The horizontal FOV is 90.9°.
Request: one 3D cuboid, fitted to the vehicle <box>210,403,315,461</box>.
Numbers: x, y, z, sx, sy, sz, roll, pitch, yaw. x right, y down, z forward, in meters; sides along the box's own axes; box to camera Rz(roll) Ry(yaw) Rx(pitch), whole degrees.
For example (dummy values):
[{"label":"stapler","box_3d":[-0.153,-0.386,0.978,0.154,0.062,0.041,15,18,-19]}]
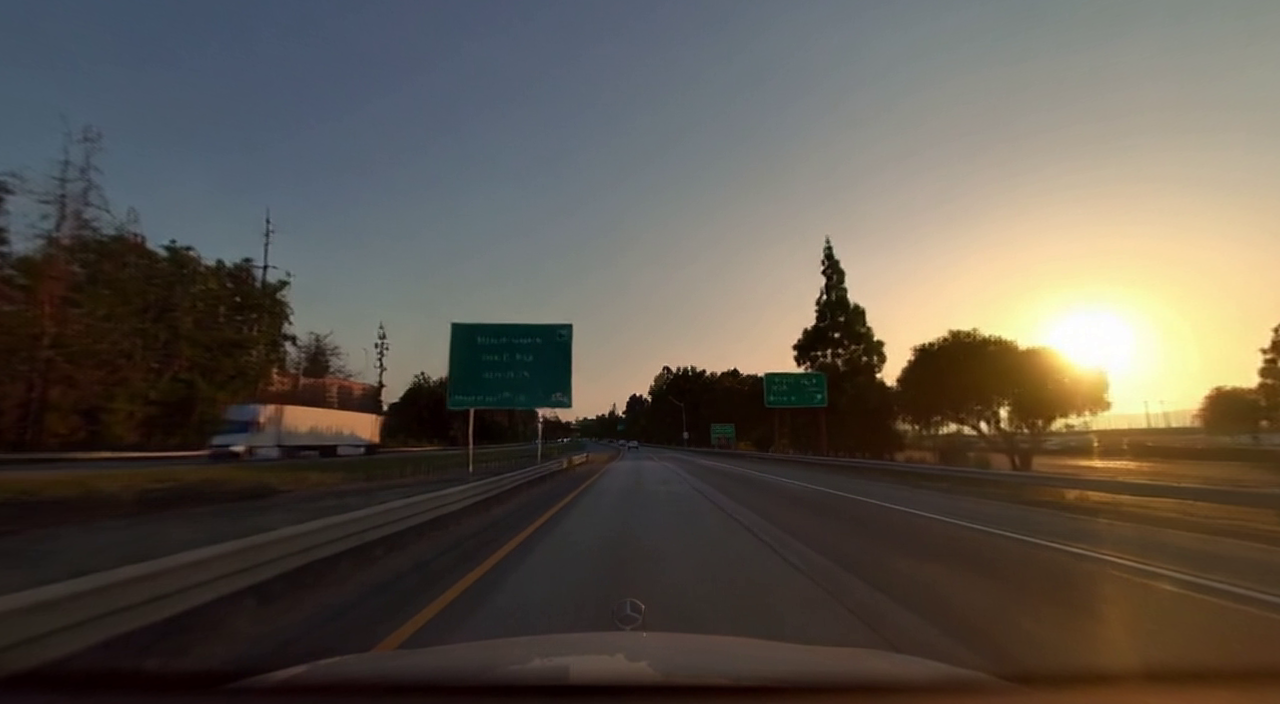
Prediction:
[{"label":"vehicle","box_3d":[-28.620,6.191,48.414,3.009,4.008,8.149,0,-8,-1]}]
